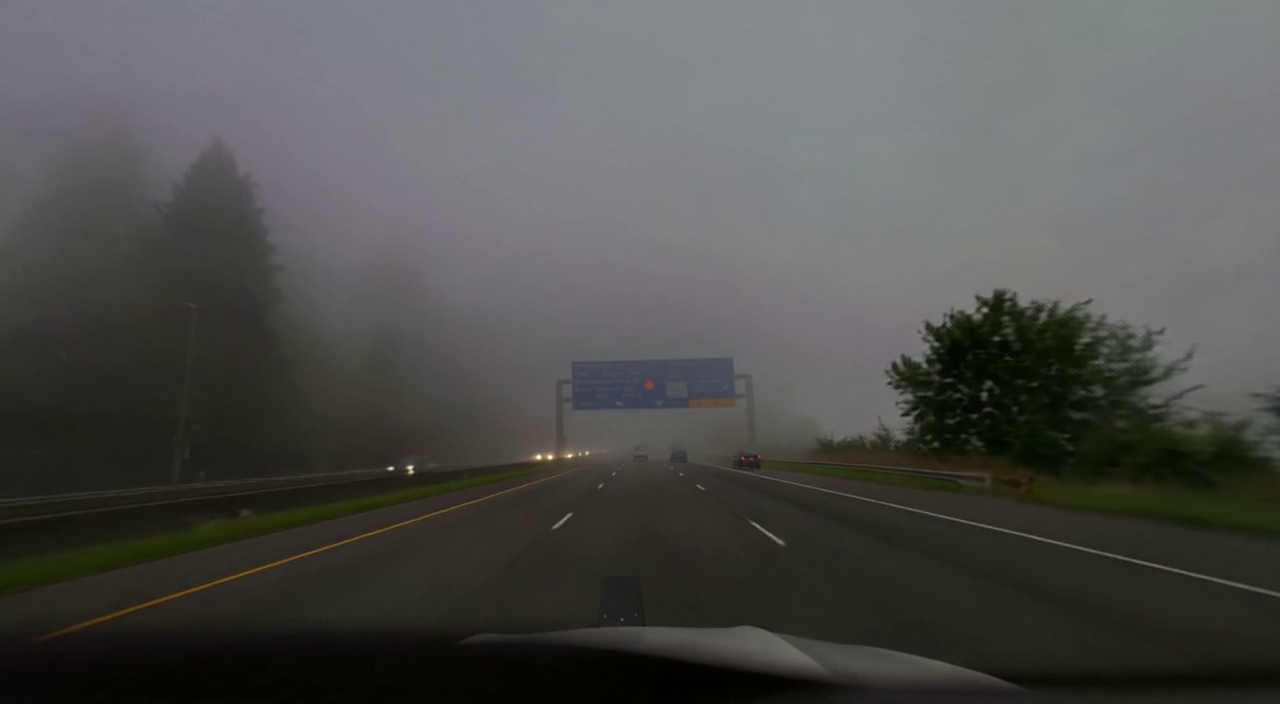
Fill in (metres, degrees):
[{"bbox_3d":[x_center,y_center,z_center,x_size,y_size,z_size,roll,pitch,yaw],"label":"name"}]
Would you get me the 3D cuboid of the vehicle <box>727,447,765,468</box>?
[{"bbox_3d":[7.795,7.798,46.662,1.943,1.493,4.507,0,-9,-1],"label":"vehicle"}]
